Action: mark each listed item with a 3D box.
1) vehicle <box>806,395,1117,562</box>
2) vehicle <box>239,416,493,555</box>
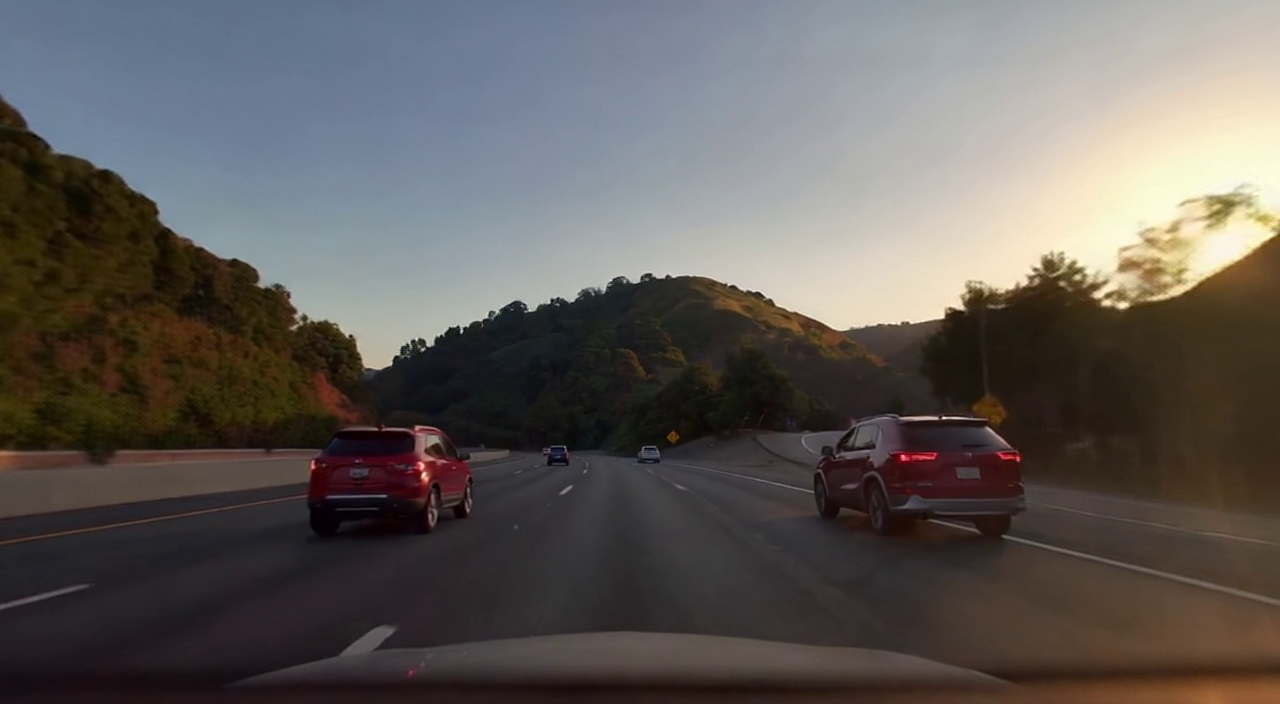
[{"bbox_3d":[4.340,1.820,9.738,2.103,1.903,4.837,0,-9,-2],"label":"vehicle"},{"bbox_3d":[-4.079,2.080,10.520,2.213,1.766,4.598,0,-9,-1],"label":"vehicle"}]
